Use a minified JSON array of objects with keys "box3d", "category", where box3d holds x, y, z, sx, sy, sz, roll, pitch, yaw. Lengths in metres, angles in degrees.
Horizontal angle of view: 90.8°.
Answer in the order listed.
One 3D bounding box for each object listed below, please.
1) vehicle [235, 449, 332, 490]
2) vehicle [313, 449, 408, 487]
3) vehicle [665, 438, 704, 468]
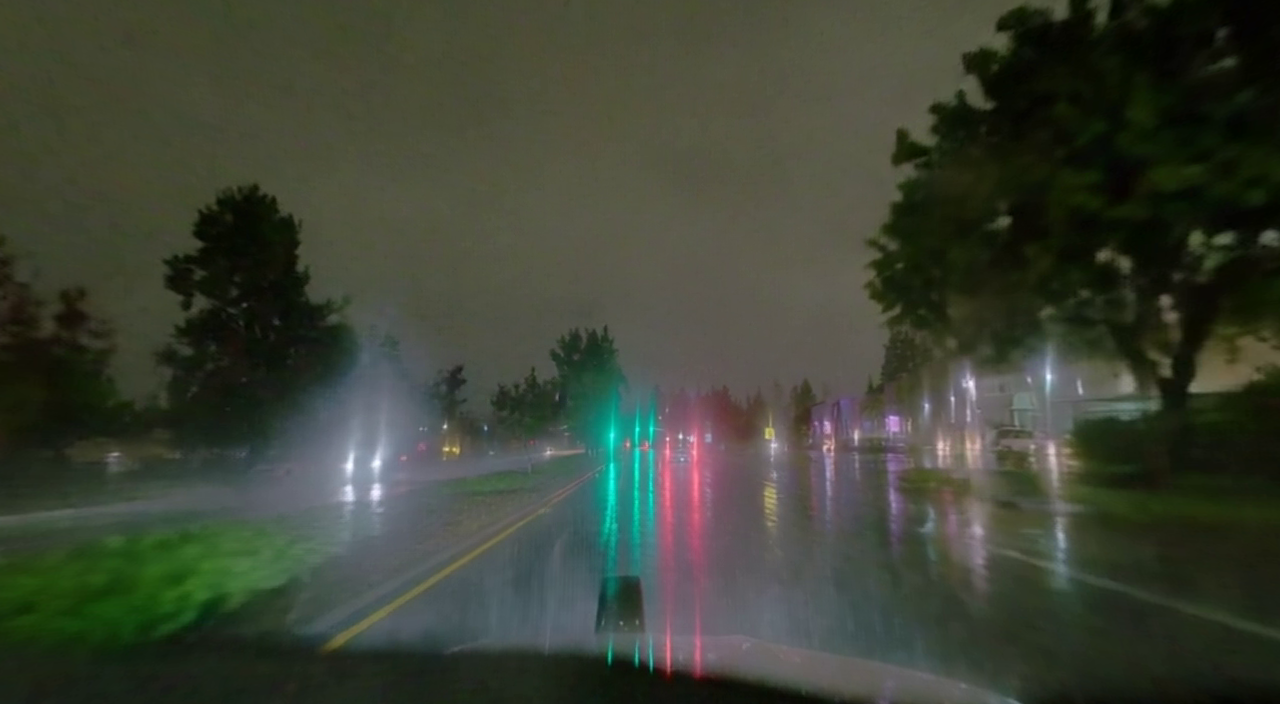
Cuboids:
[{"box3d":[-16.971,5.580,30.356,2.052,1.776,4.483,0,-8,0],"category":"vehicle"},{"box3d":[-11.831,4.906,27.143,1.890,1.446,4.714,0,-9,1],"category":"vehicle"},{"box3d":[2.866,6.639,41.564,2.085,1.828,5.383,0,-8,-1],"category":"vehicle"}]
